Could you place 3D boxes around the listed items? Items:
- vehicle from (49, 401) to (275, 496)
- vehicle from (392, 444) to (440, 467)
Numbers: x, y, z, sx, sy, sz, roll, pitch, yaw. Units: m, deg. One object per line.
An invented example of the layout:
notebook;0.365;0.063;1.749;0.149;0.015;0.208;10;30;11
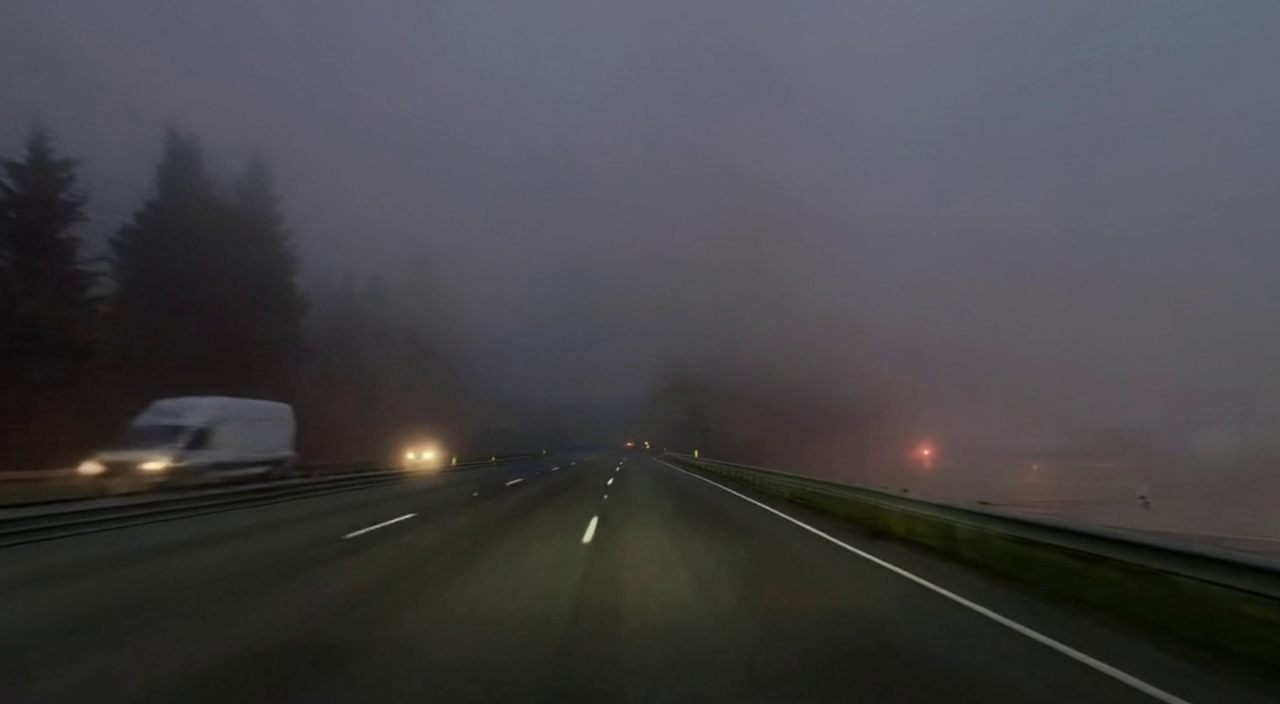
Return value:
vehicle;-15.206;3.173;20.861;2.435;2.624;6.451;0;-9;-1
vehicle;-15.895;7.388;45.031;1.912;1.509;4.292;0;-9;-1
